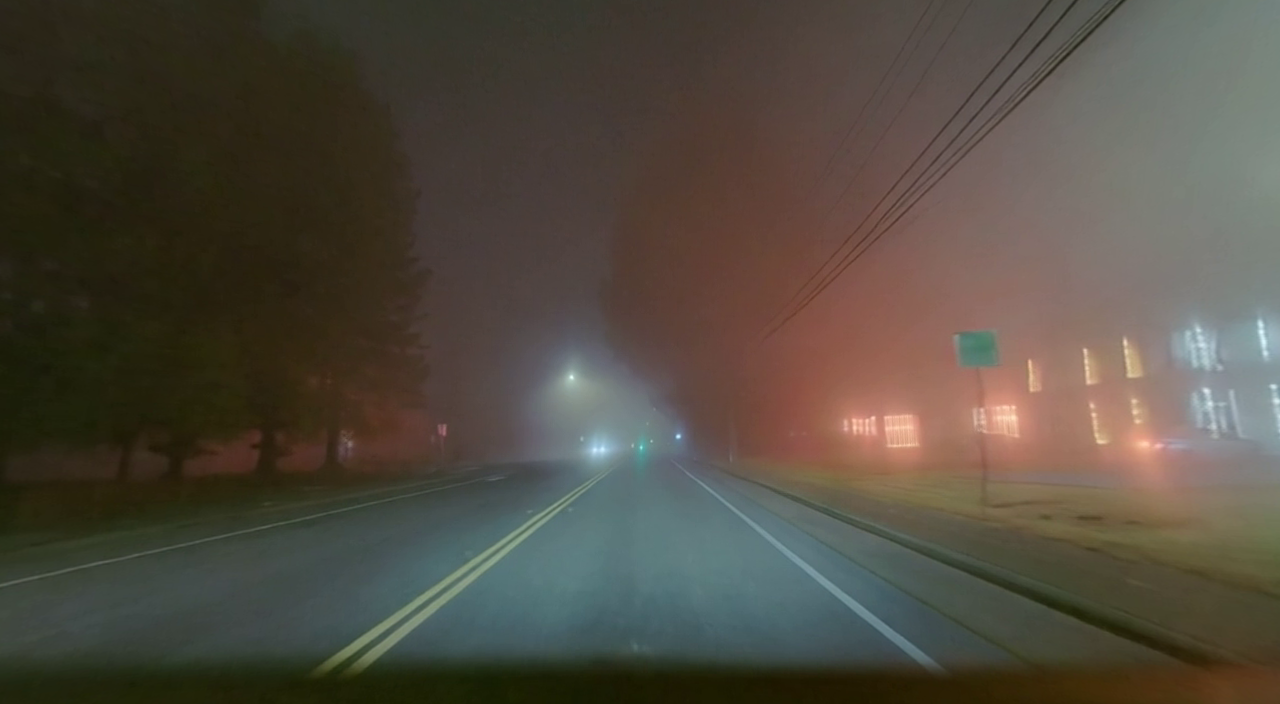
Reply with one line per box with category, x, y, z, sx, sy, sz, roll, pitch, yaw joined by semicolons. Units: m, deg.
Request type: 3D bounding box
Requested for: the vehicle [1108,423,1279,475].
vehicle;20.108;3.547;23.085;4.151;1.730;2.131;0;-9;2
